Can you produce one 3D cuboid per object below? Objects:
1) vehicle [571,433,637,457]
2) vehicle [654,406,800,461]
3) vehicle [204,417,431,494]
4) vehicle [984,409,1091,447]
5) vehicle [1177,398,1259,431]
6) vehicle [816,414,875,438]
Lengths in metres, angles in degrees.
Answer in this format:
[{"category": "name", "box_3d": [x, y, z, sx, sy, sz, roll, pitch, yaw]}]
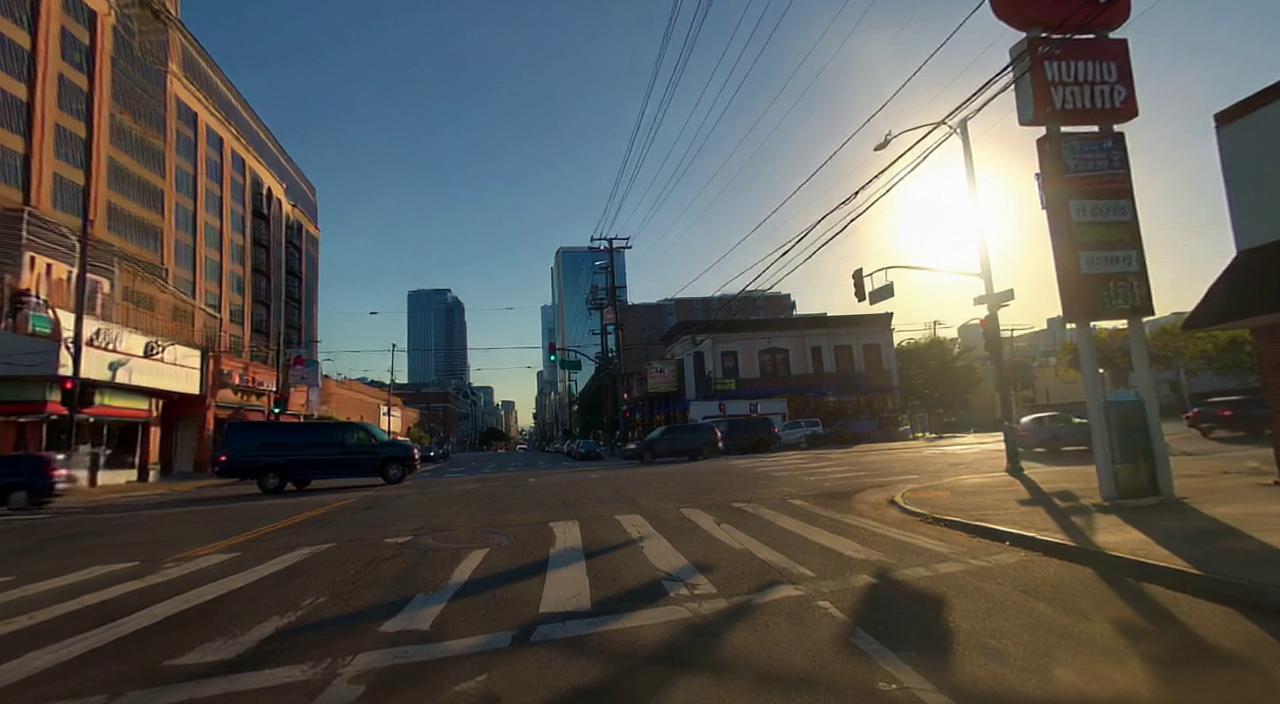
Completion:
[{"category": "vehicle", "box_3d": [-2.679, 6.810, 46.374, 4.591, 1.686, 1.816, 1, -9, -11]}, {"category": "vehicle", "box_3d": [3.560, 3.343, 25.696, 5.588, 1.985, 2.374, 5, -10, -31]}, {"category": "vehicle", "box_3d": [-9.331, 2.990, 18.578, 5.603, 1.938, 2.081, 5, -10, -33]}, {"category": "vehicle", "box_3d": [17.093, 3.306, 27.129, 4.499, 1.524, 1.784, 4, -10, -29]}, {"category": "vehicle", "box_3d": [33.406, 3.639, 36.482, 4.637, 1.723, 1.911, 4, -10, -29]}, {"category": "vehicle", "box_3d": [16.082, 5.828, 49.431, 4.589, 1.730, 1.801, 6, -9, -31]}]
